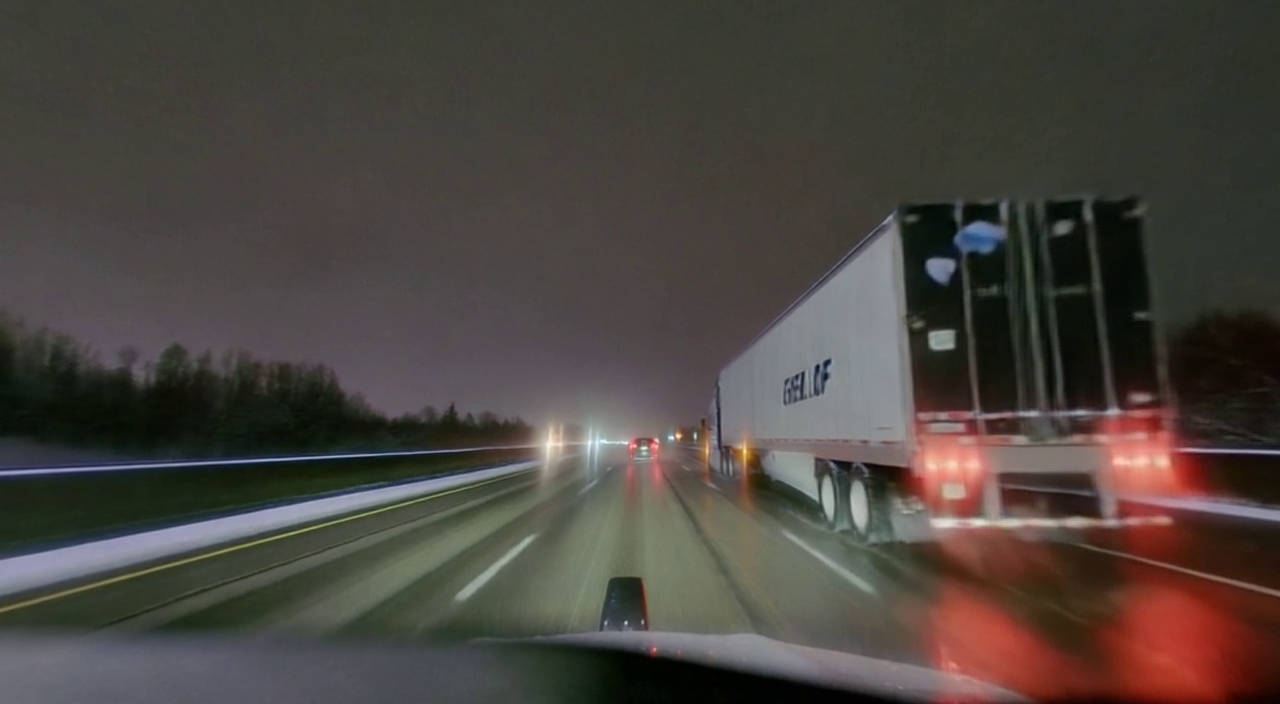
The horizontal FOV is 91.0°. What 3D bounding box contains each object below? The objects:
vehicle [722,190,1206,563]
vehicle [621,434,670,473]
[{"bbox_3d":[4.440,1.257,14.449,2.936,4.125,15.204,0,-8,-1],"label":"vehicle"},{"bbox_3d":[0.242,4.636,29.061,2.111,1.635,4.177,0,-8,0],"label":"vehicle"}]
